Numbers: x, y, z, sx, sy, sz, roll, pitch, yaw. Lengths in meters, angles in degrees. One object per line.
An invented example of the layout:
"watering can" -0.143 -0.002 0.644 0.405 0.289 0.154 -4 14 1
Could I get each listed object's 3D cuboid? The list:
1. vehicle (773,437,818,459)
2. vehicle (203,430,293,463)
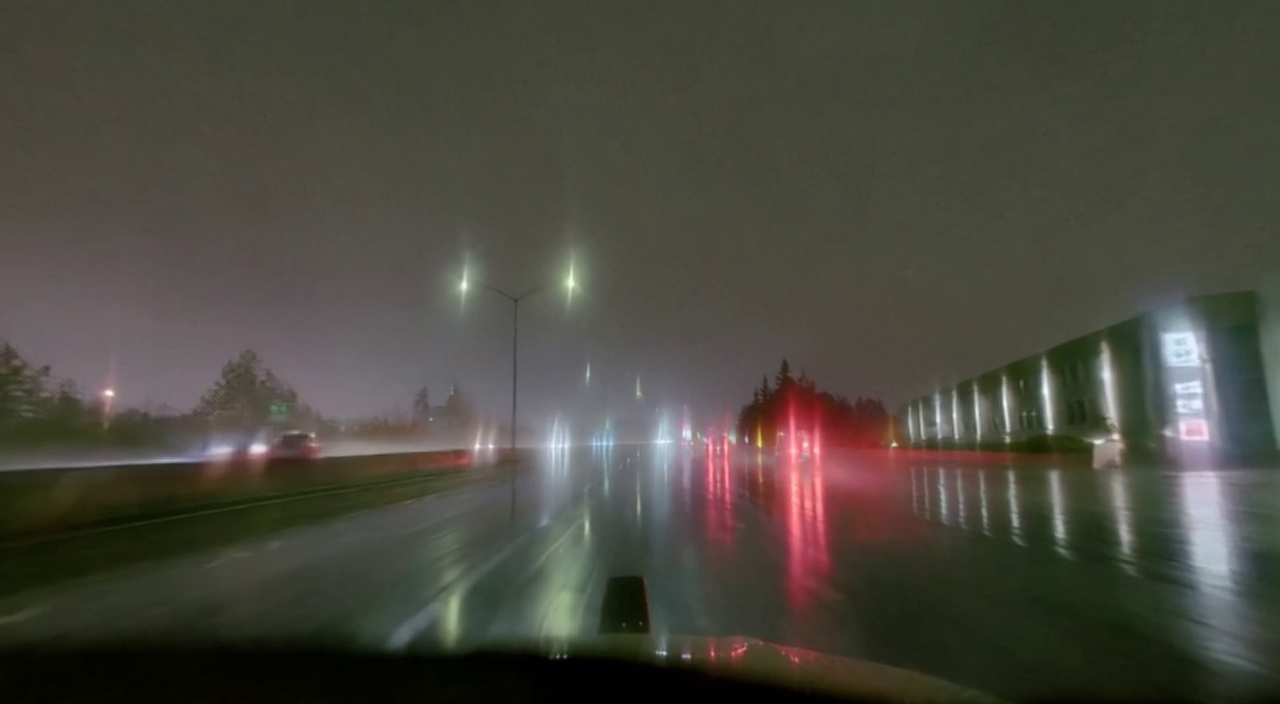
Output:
"vehicle" 11.027 6.820 44.938 2.000 1.514 4.585 -1 -8 0
"vehicle" -18.241 4.416 29.556 1.798 1.431 3.672 0 -8 1
